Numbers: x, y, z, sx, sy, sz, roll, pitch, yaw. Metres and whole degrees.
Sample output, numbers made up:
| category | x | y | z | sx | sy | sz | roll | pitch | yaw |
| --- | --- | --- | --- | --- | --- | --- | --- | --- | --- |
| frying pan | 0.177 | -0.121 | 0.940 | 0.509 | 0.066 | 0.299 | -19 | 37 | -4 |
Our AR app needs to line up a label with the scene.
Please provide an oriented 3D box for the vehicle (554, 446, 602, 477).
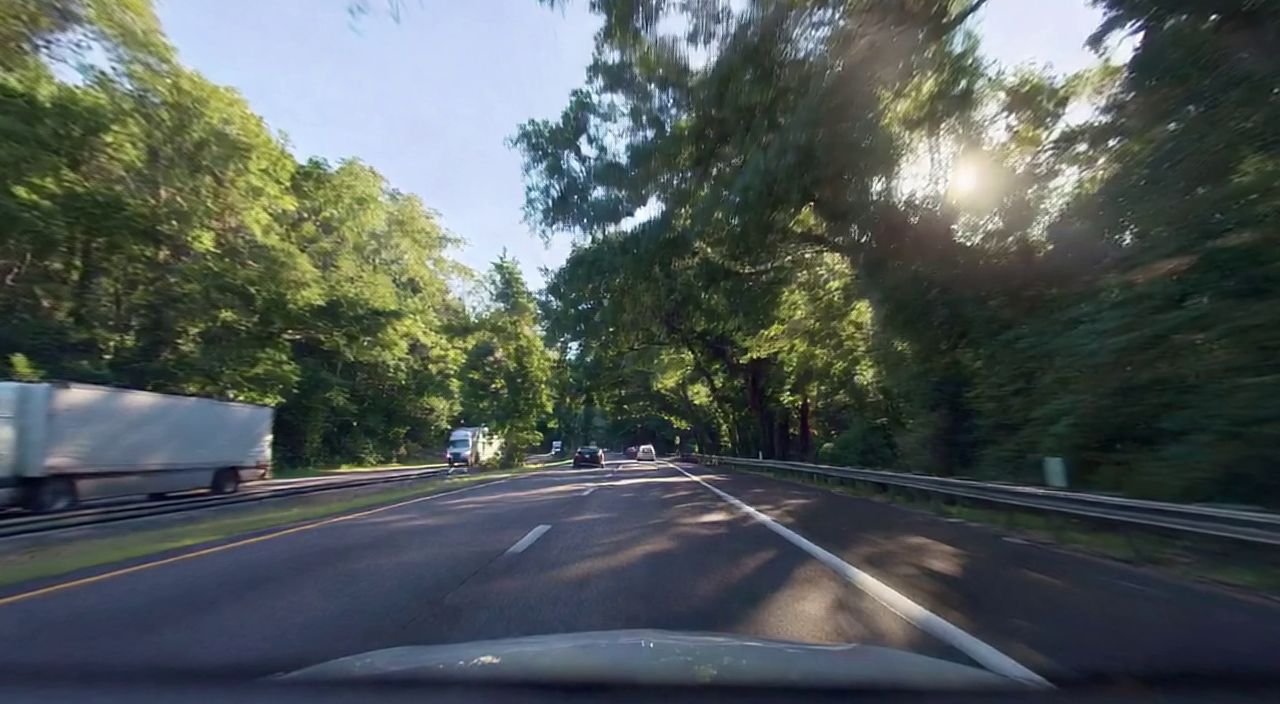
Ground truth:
| category | x | y | z | sx | sy | sz | roll | pitch | yaw |
| --- | --- | --- | --- | --- | --- | --- | --- | --- | --- |
| vehicle | -3.139 | 5.656 | 32.807 | 2.112 | 1.498 | 4.117 | 0 | -9 | 0 |

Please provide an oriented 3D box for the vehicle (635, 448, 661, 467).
| category | x | y | z | sx | sy | sz | roll | pitch | yaw |
| --- | --- | --- | --- | --- | --- | --- | --- | --- | --- |
| vehicle | 0.594 | 8.309 | 49.591 | 1.989 | 1.402 | 3.831 | 0 | -9 | -1 |

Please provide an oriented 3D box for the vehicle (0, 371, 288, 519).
| category | x | y | z | sx | sy | sz | roll | pitch | yaw |
| --- | --- | --- | --- | --- | --- | --- | --- | --- | --- |
| vehicle | -18.902 | 3.610 | 24.105 | 2.834 | 4.025 | 13.898 | 0 | -9 | 0 |
